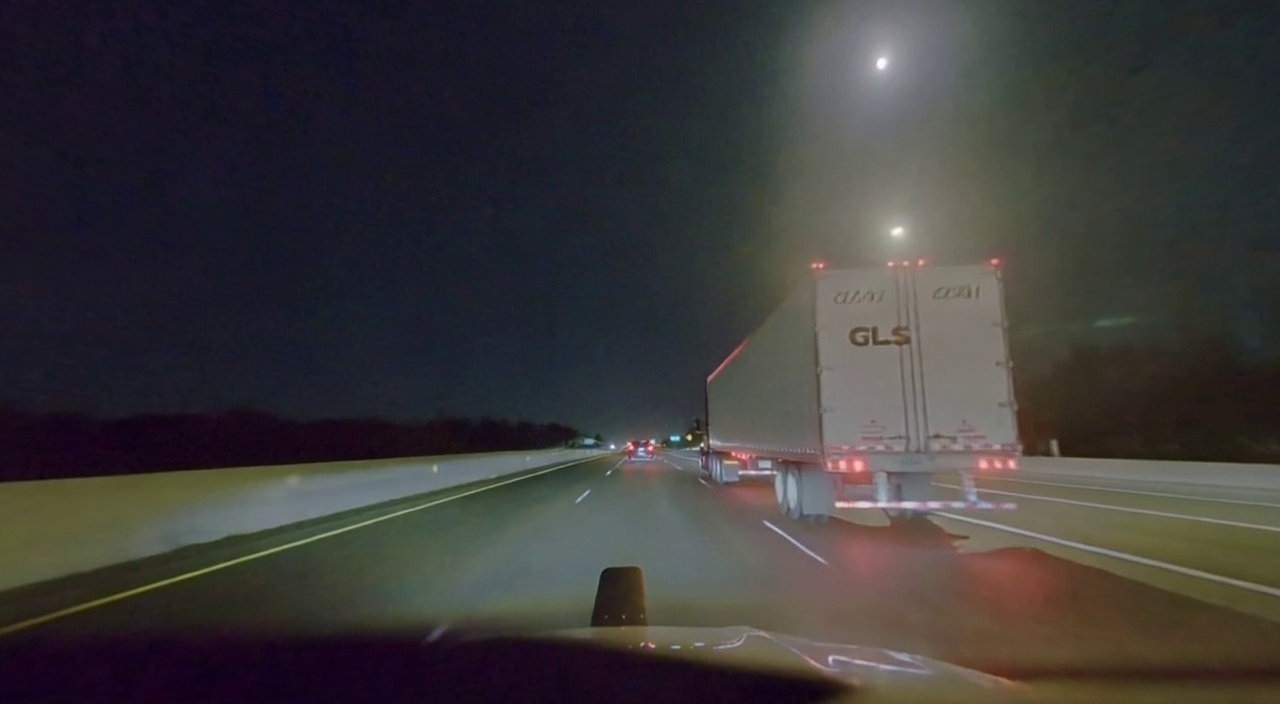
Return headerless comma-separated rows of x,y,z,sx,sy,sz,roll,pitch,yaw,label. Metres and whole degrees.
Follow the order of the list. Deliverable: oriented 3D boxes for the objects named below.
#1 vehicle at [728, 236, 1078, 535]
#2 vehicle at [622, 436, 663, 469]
4.219,1.133,13.675,3.014,4.068,10.359,0,-8,0,vehicle
0.142,5.328,33.621,2.050,1.654,4.192,0,-8,0,vehicle
